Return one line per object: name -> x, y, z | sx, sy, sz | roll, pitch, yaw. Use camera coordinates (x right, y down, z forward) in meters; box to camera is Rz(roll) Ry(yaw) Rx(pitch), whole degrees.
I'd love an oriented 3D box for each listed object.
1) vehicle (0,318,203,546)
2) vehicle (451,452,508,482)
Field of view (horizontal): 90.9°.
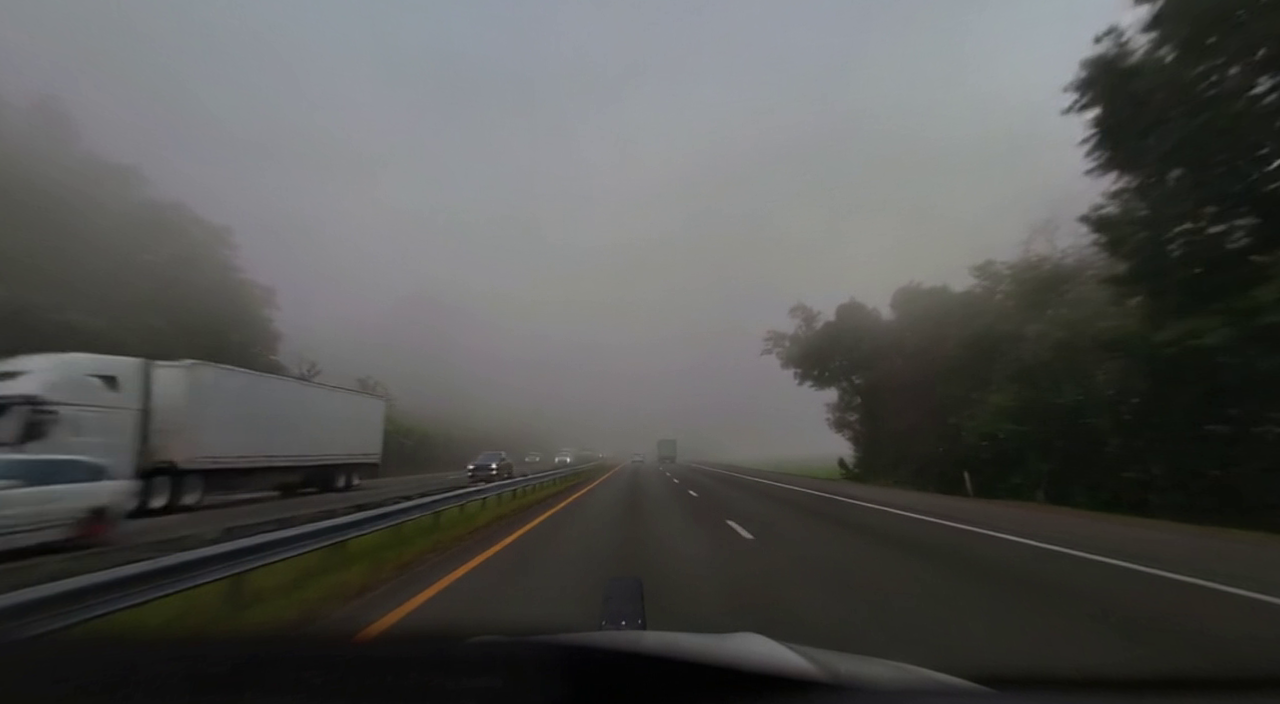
vehicle -> -12.926, 1.747, 13.320 | 2.979, 4.027, 5.788 | 0, -9, 0
vehicle -> -8.738, 6.295, 34.670 | 1.897, 1.485, 4.446 | 0, -9, 0
